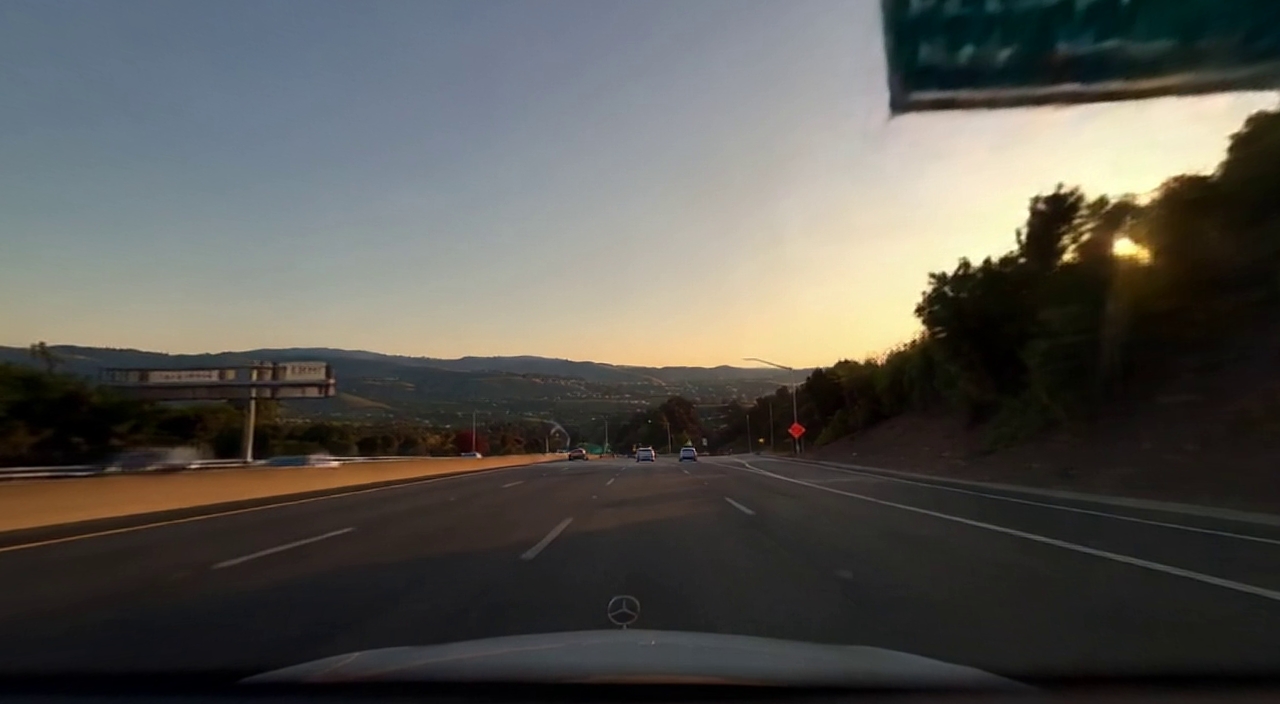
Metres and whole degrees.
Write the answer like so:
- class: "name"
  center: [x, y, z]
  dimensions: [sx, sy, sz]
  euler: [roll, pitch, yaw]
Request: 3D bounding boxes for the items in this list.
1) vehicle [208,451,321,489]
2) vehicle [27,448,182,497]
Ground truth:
- class: "vehicle"
  center: [-17.019, 5.348, 28.949]
  dimensions: [2.182, 1.522, 4.761]
  euler: [0, -8, 1]
- class: "vehicle"
  center: [-20.550, 4.599, 24.515]
  dimensions: [2.034, 1.668, 4.457]
  euler: [0, -8, 1]
